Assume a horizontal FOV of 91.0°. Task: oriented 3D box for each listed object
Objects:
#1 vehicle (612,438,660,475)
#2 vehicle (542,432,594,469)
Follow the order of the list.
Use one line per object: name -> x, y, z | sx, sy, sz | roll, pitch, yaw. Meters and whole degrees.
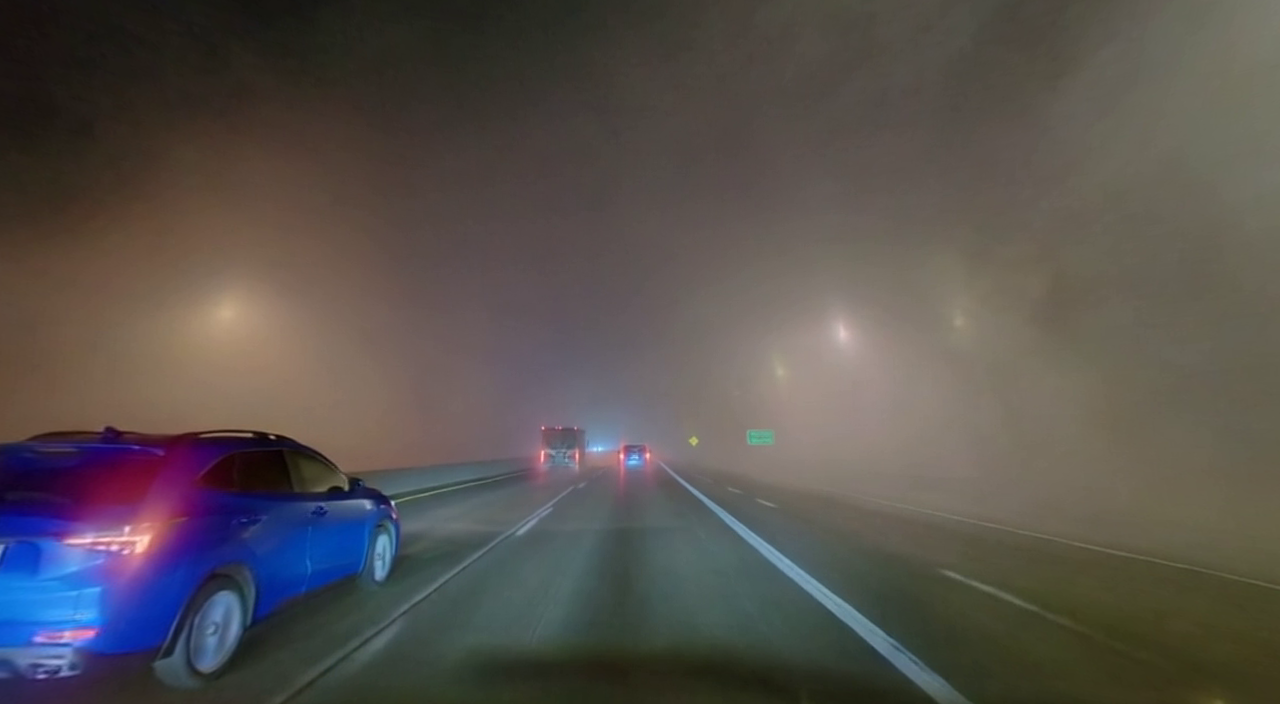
vehicle -> -0.164, 4.857, 29.471 | 2.086, 1.548, 4.325 | 0, -8, 0
vehicle -> -3.933, 5.494, 35.366 | 2.264, 1.901, 4.647 | 0, -8, 1
